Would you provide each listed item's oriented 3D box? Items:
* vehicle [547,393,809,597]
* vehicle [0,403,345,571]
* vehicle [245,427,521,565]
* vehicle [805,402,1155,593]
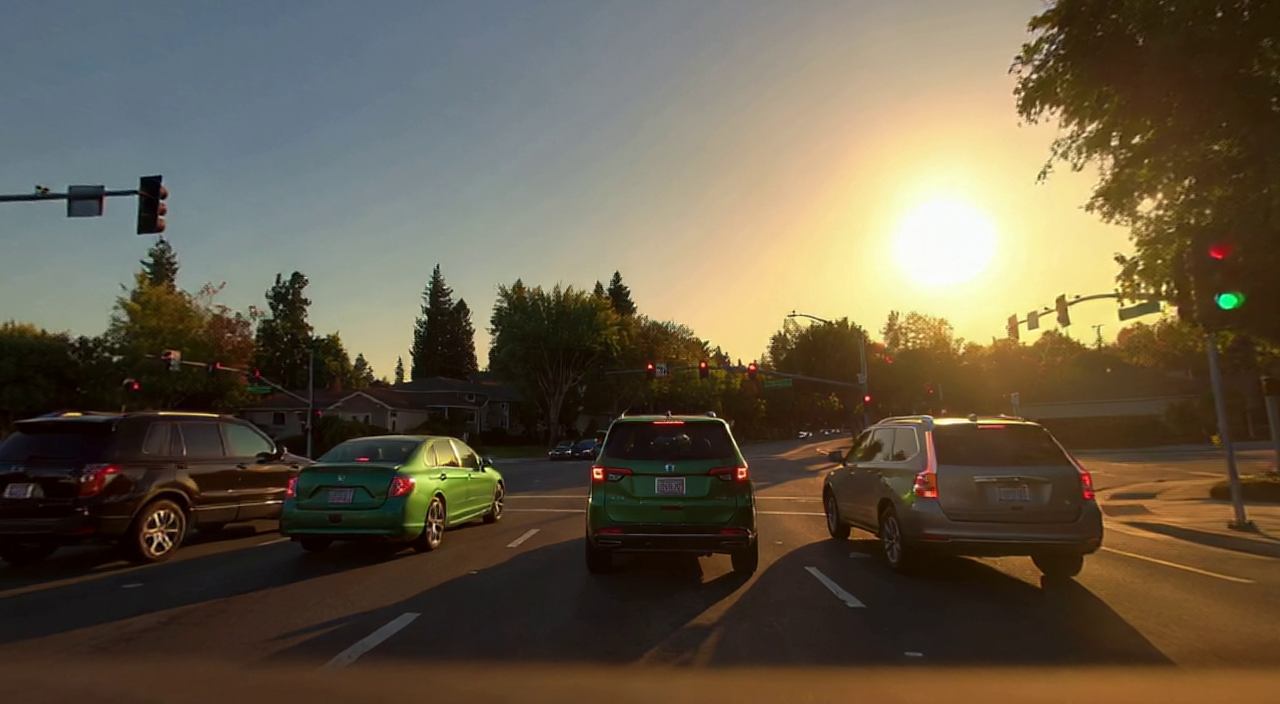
[{"bbox_3d":[0.395,1.515,7.486,2.198,1.708,4.170,0,-8,2],"label":"vehicle"},{"bbox_3d":[-6.634,1.817,9.306,2.075,1.796,4.785,0,-8,2],"label":"vehicle"},{"bbox_3d":[-3.234,1.888,9.103,1.885,1.475,4.359,-1,-8,4],"label":"vehicle"},{"bbox_3d":[3.530,1.588,7.747,2.047,1.638,4.395,-1,-8,4],"label":"vehicle"}]
